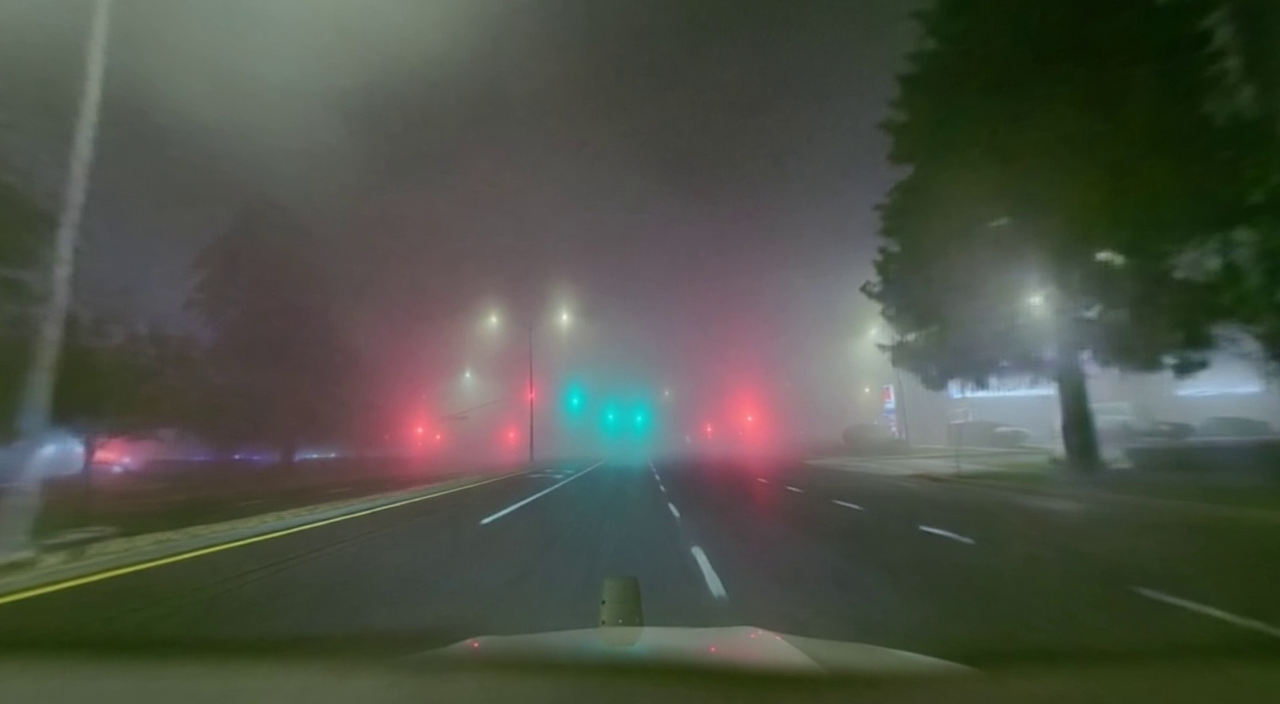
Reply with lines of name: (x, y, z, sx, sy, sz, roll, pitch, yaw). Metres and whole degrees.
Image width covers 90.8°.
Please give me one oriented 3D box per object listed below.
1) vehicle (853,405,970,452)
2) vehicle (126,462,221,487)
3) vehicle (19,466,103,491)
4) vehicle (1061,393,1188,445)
vehicle: (20.175, 5.765, 47.253, 7.304, 3.335, 2.869, 0, -9, -3)
vehicle: (-31.302, 8.229, 42.483, 4.713, 1.607, 2.022, 0, -9, 0)
vehicle: (-44.061, 9.623, 48.122, 4.422, 1.485, 1.966, -3, -8, -3)
vehicle: (32.332, 4.680, 42.622, 2.751, 3.197, 7.018, 0, -8, -2)
